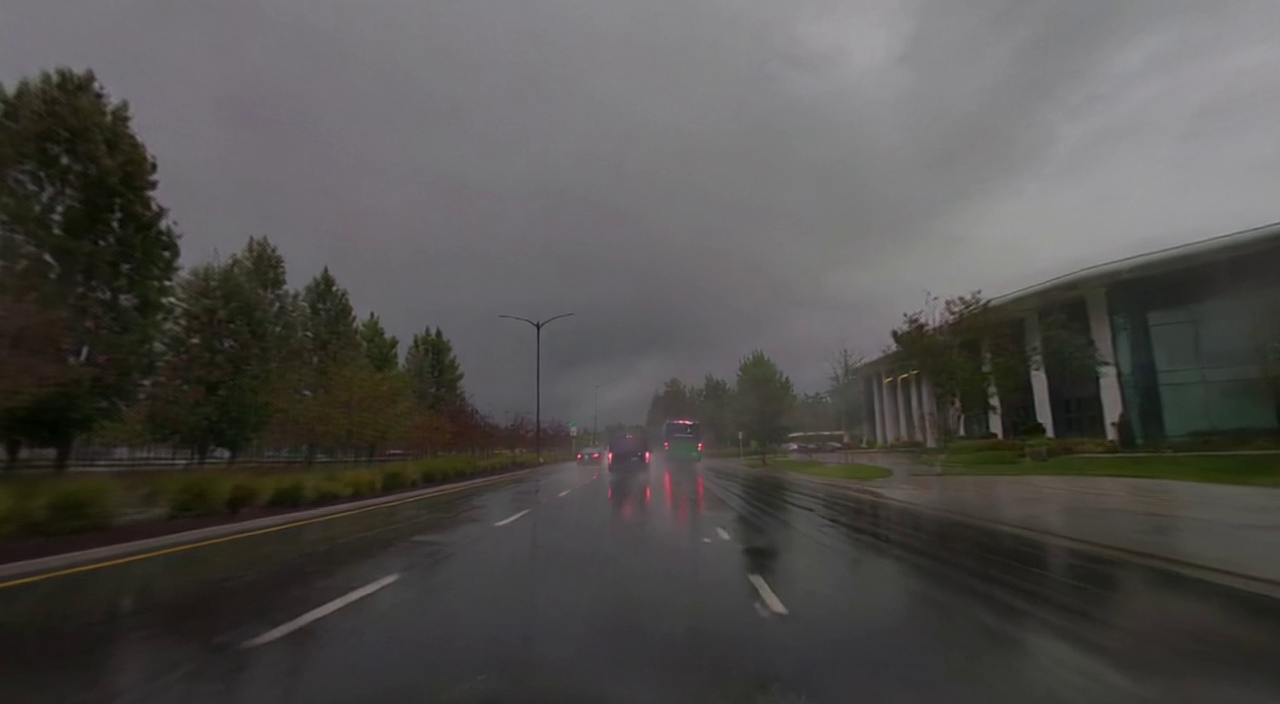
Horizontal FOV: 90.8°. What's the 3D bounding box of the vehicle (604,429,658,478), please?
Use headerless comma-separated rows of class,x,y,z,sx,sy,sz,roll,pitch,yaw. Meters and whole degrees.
vehicle,-0.327,4.855,30.355,2.336,2.122,5.207,0,-9,1

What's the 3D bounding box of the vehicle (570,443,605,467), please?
vehicle,-3.776,7.519,46.270,2.109,1.672,4.256,0,-9,2
